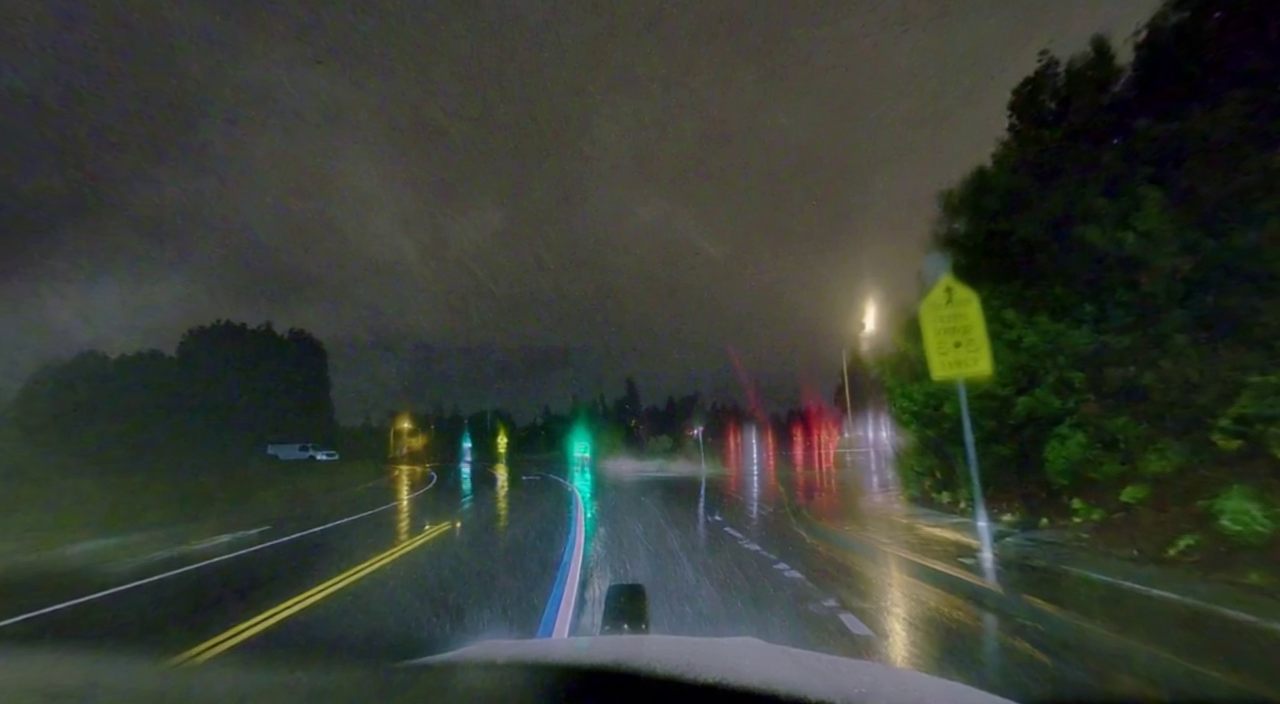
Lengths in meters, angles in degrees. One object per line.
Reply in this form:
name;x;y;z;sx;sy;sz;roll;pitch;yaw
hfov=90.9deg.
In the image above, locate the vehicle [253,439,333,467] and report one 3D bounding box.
vehicle;-25.582;7.473;46.528;4.699;1.996;2.116;-1;-9;7
